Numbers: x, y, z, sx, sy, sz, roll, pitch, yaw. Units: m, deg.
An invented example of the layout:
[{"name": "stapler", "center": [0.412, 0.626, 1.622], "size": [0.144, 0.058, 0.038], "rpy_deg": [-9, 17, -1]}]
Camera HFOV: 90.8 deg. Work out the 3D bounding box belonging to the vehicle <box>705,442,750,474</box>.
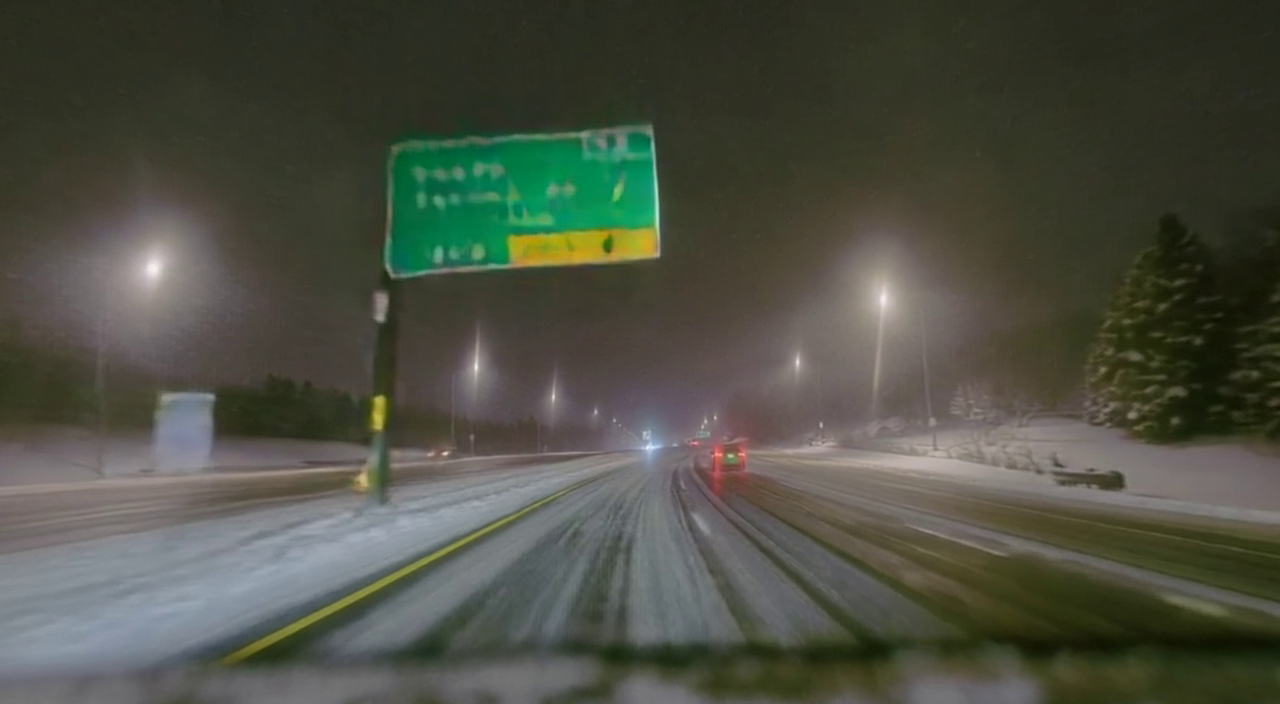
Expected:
[{"name": "vehicle", "center": [4.431, 5.419, 32.502], "size": [1.874, 1.506, 4.116], "rpy_deg": [-1, -8, 2]}]
